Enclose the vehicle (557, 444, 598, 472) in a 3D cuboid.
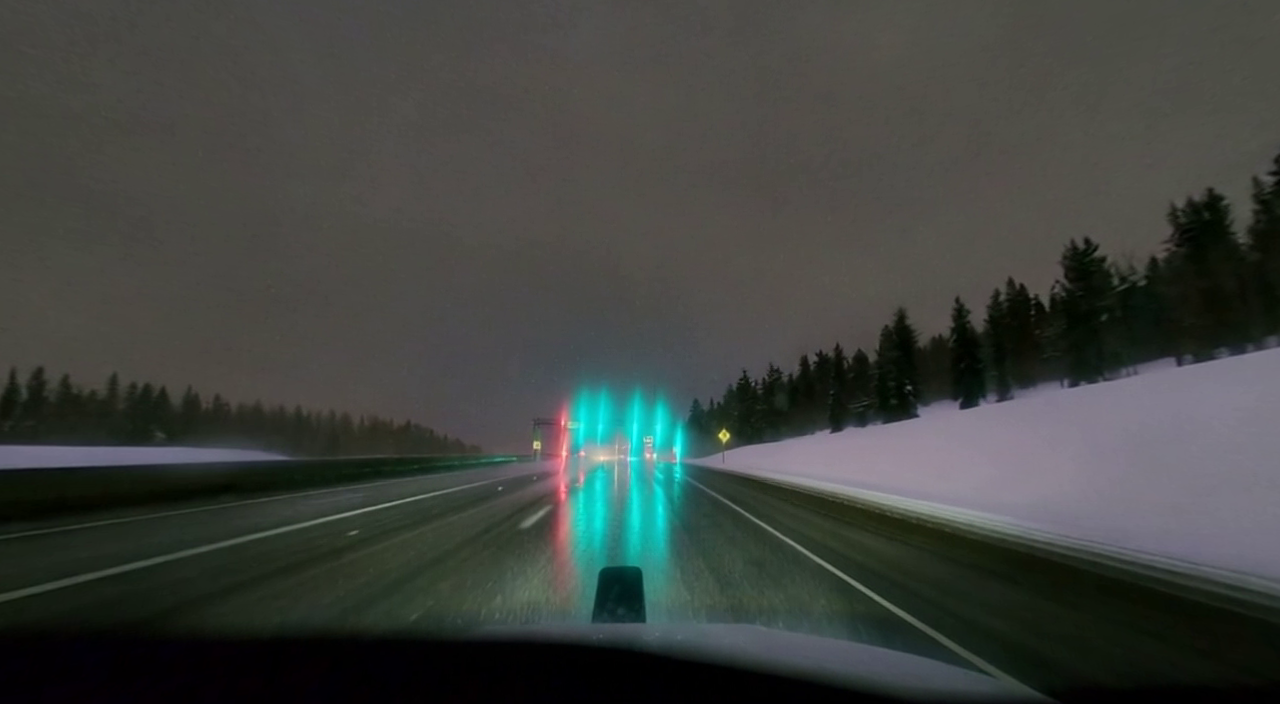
[{"bbox_3d":[-4.238,7.333,43.881,2.272,1.759,5.058,0,-9,1],"label":"vehicle"}]
